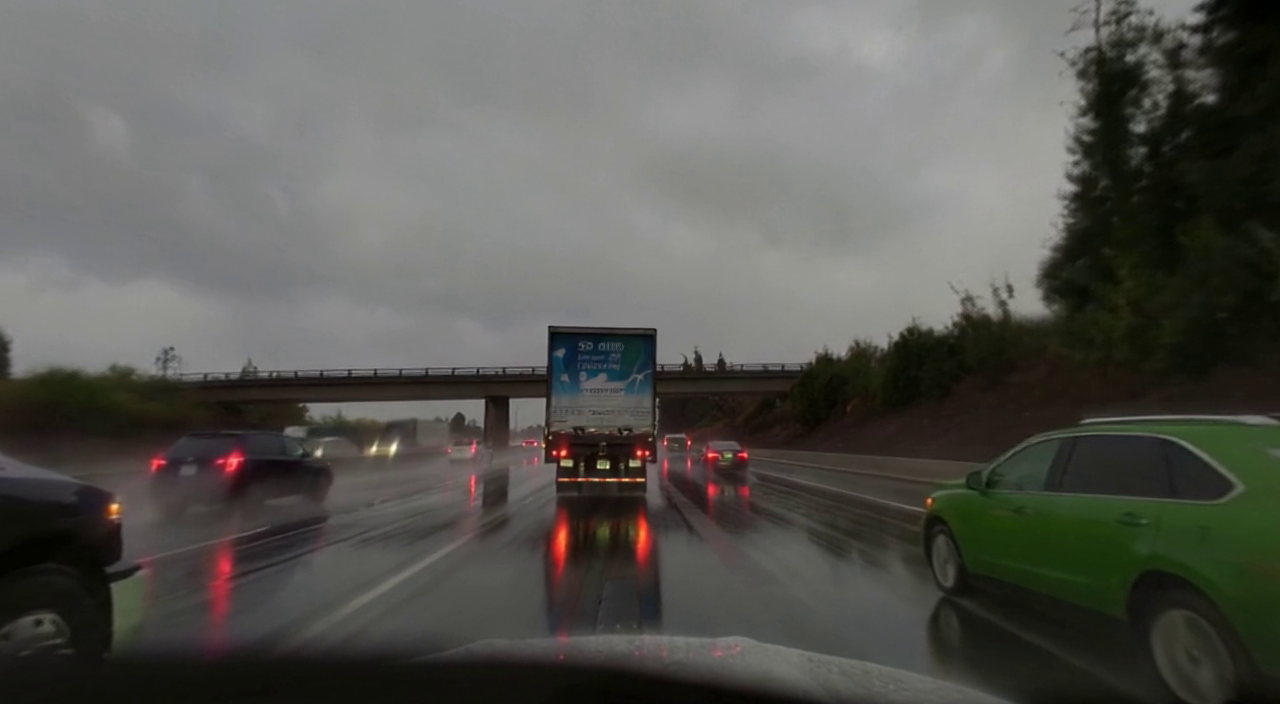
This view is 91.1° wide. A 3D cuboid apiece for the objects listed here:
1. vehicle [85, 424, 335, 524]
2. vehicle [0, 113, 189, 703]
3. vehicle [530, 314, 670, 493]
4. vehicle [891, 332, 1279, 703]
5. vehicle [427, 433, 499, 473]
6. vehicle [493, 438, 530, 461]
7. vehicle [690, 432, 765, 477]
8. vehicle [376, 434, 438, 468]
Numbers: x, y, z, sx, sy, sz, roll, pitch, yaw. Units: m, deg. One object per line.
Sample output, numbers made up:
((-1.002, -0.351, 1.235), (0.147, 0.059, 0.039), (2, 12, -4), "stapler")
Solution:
((-8.354, 2.362, 12.883), (2.048, 1.652, 4.421), (0, -8, -2), "vehicle")
((-3.810, 0.124, 0.592), (2.660, 2.637, 5.634), (0, -8, -2), "vehicle")
((-1.164, 1.737, 18.299), (2.911, 3.787, 9.905), (0, -8, -4), "vehicle")
((3.571, 0.924, 3.802), (2.118, 1.647, 4.400), (0, -8, -2), "vehicle")
((-8.098, 4.617, 29.210), (2.057, 1.698, 4.550), (0, -8, -1), "vehicle")
((-8.907, 6.784, 43.896), (1.845, 1.488, 3.656), (0, -8, 0), "vehicle")
((3.178, 3.821, 23.763), (2.003, 1.519, 4.580), (0, -8, -3), "vehicle")
((-16.920, 7.191, 46.001), (2.446, 2.276, 5.514), (0, -8, 0), "vehicle")
